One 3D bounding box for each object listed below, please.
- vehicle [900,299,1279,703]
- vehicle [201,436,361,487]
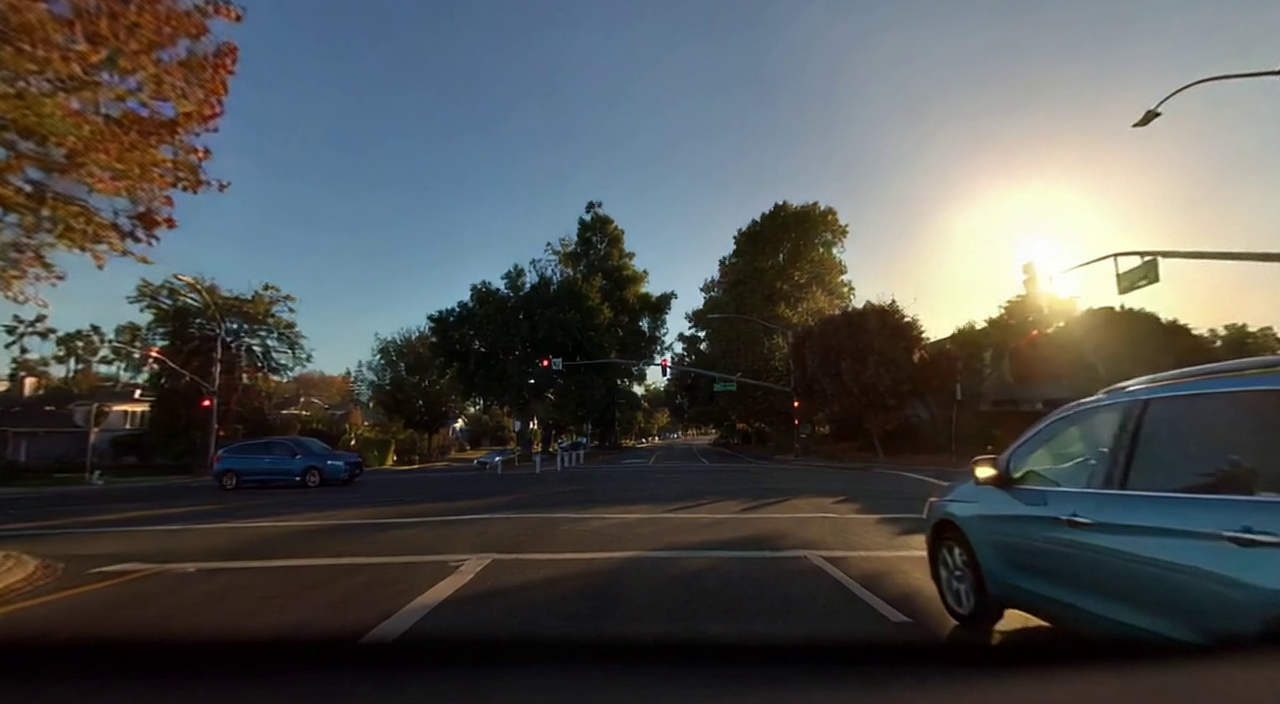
[{"bbox_3d":[3.450,0.818,3.022,2.229,1.795,4.927,0,-9,-1],"label":"vehicle"},{"bbox_3d":[-12.789,3.921,22.889,4.737,1.659,2.042,4,-10,-26],"label":"vehicle"}]
